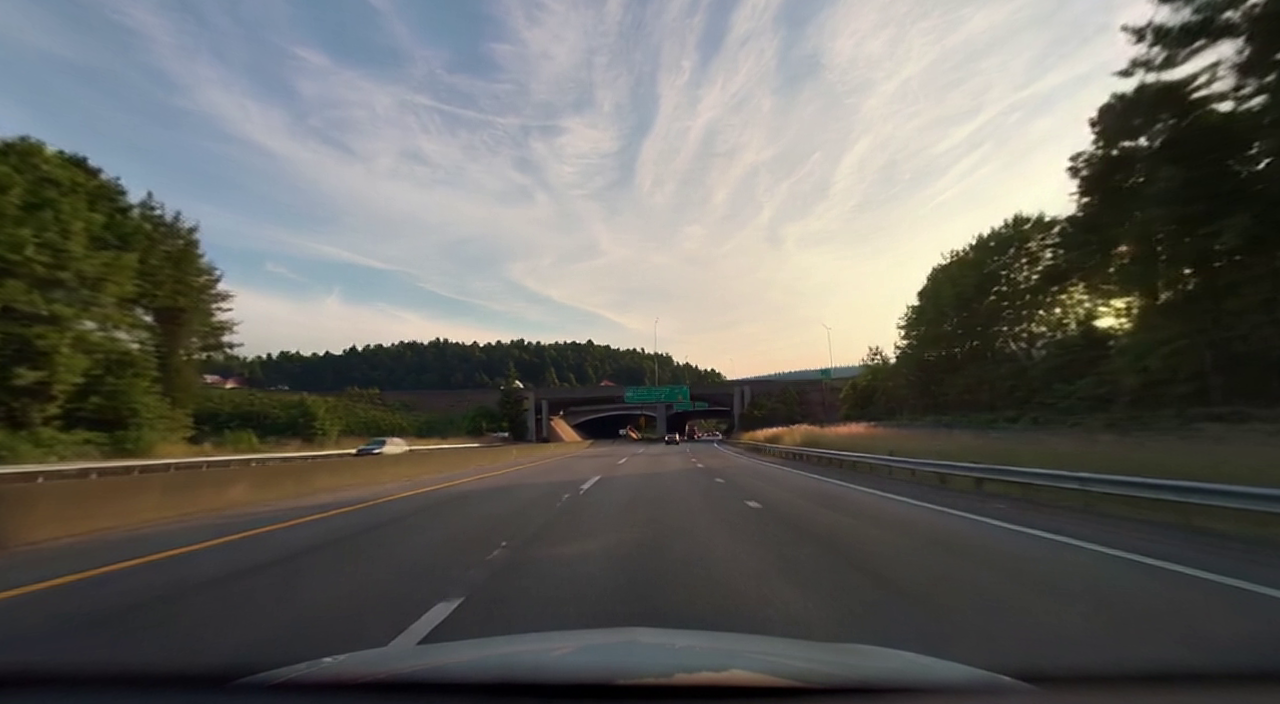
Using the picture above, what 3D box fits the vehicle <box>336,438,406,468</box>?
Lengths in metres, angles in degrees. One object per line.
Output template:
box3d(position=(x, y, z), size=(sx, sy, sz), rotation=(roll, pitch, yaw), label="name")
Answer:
box3d(position=(-14.037, 5.265, 33.079), size=(1.905, 1.474, 3.786), rotation=(0, -8, 2), label="vehicle")
